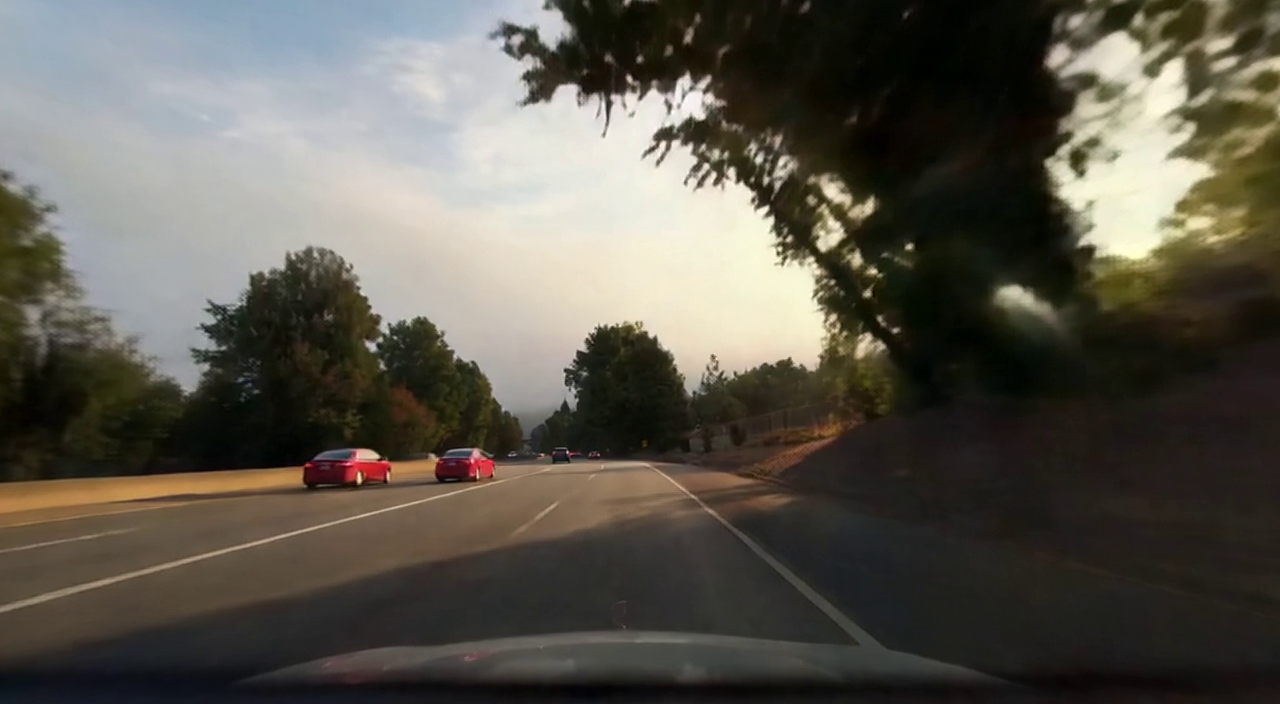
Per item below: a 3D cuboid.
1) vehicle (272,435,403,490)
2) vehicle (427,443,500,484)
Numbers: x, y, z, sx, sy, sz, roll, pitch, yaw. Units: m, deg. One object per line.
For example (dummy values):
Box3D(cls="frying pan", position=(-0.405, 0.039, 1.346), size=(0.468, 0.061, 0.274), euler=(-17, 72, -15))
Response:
Box3D(cls="vehicle", position=(-11.754, 4.350, 25.086), size=(2.425, 1.926, 5.584), euler=(0, -9, 0))
Box3D(cls="vehicle", position=(-7.724, 4.916, 28.033), size=(2.060, 1.680, 4.255), euler=(0, -9, -1))
